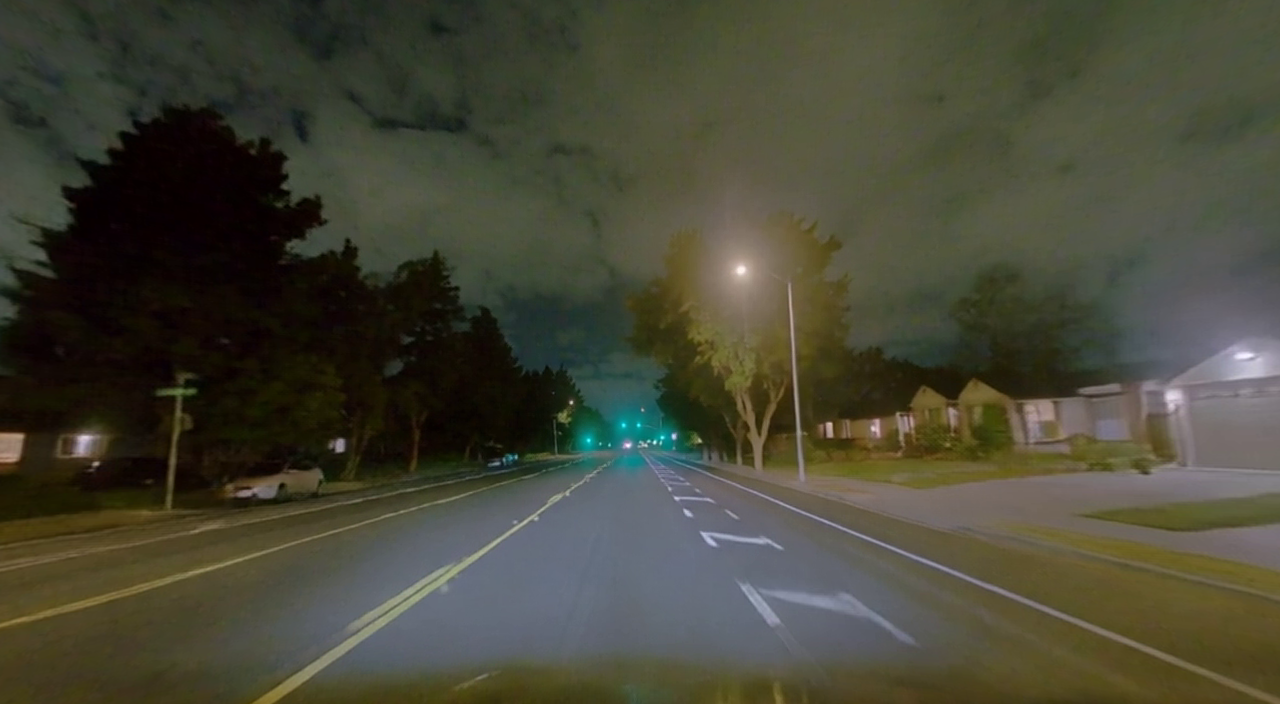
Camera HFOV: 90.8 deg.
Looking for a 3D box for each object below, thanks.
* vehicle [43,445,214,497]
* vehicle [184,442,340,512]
[{"bbox_3d":[-19.370,4.496,24.100,4.668,1.824,1.999,0,-9,-1],"label":"vehicle"},{"bbox_3d":[-11.804,3.923,20.256,2.062,1.821,4.880,-3,-10,-1],"label":"vehicle"}]
